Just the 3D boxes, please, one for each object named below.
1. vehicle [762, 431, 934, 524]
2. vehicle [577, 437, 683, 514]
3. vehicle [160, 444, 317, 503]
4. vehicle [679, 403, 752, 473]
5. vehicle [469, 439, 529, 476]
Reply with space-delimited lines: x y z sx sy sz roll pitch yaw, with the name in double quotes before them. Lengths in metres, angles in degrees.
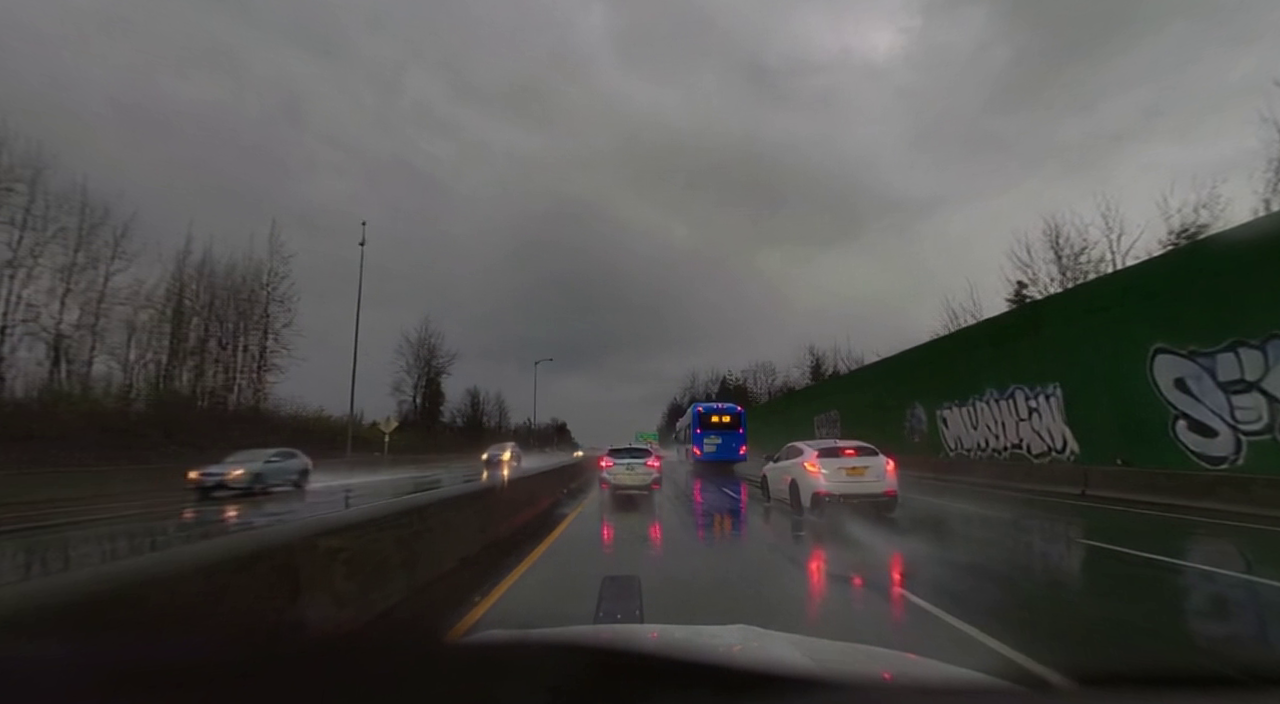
"vehicle" 3.841 2.393 12.410 1.995 1.507 3.915 0 -9 -1
"vehicle" -0.223 2.854 14.931 2.160 1.532 4.073 0 -9 0
"vehicle" -12.812 3.885 20.442 2.090 1.680 4.456 -1 -9 1
"vehicle" 4.151 5.263 37.587 3.055 3.479 12.521 -1 -9 1
"vehicle" -8.287 6.256 37.378 2.319 1.983 4.918 -1 -9 1
